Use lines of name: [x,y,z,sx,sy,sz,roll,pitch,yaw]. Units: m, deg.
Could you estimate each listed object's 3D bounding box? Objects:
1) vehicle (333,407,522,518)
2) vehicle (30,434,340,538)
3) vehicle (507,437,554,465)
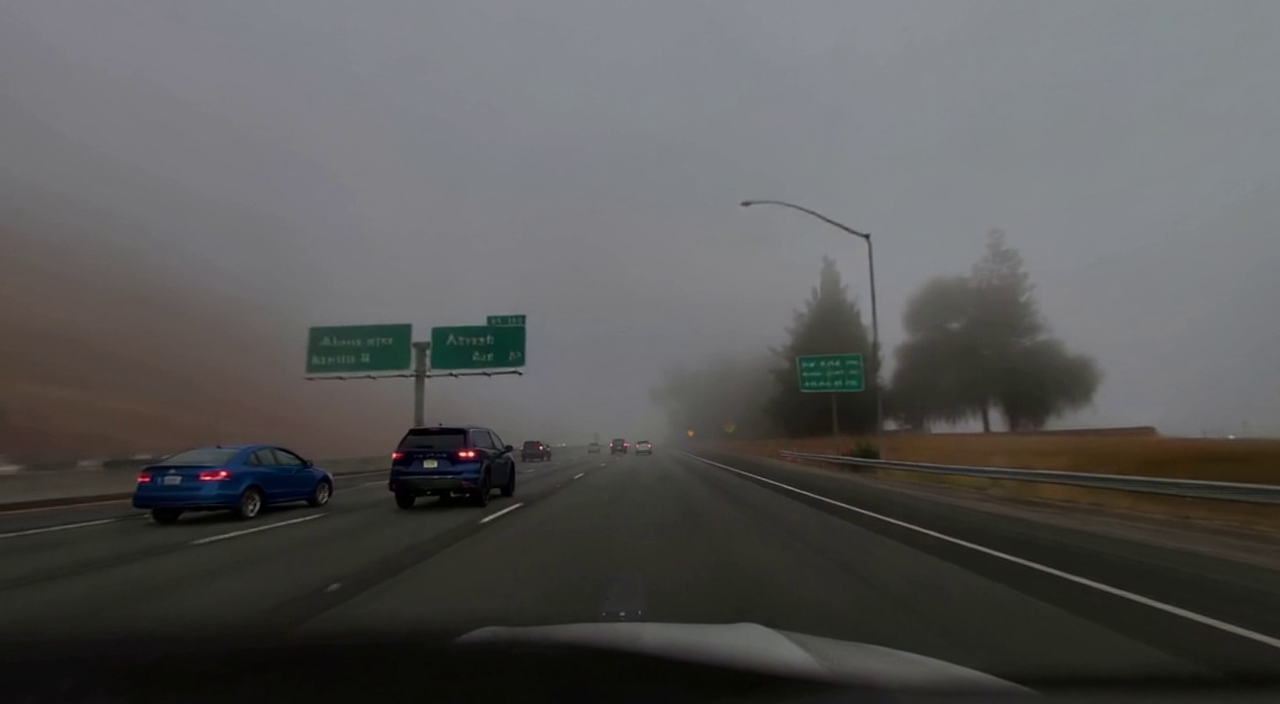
vehicle: [-4.265,2.348,13.744,2.219,1.947,4.924,-1,-9,2]
vehicle: [-7.866,2.338,11.736,1.984,1.508,4.935,-1,-9,2]
vehicle: [-6.895,6.322,40.188,2.069,1.636,4.483,-1,-9,2]
